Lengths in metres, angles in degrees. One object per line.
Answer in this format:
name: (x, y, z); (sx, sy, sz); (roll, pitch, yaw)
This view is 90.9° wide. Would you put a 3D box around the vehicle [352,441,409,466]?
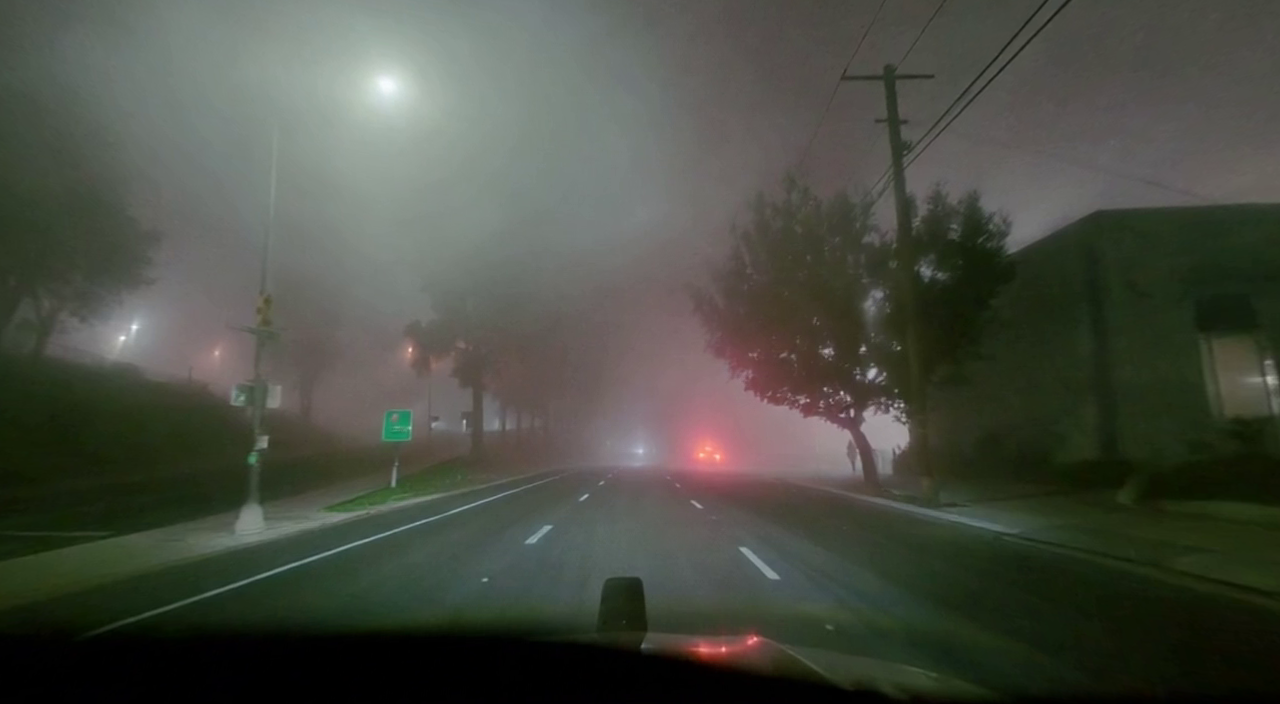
vehicle: (-16.071, 6.289, 39.279); (1.960, 1.436, 4.584); (1, -8, -5)
